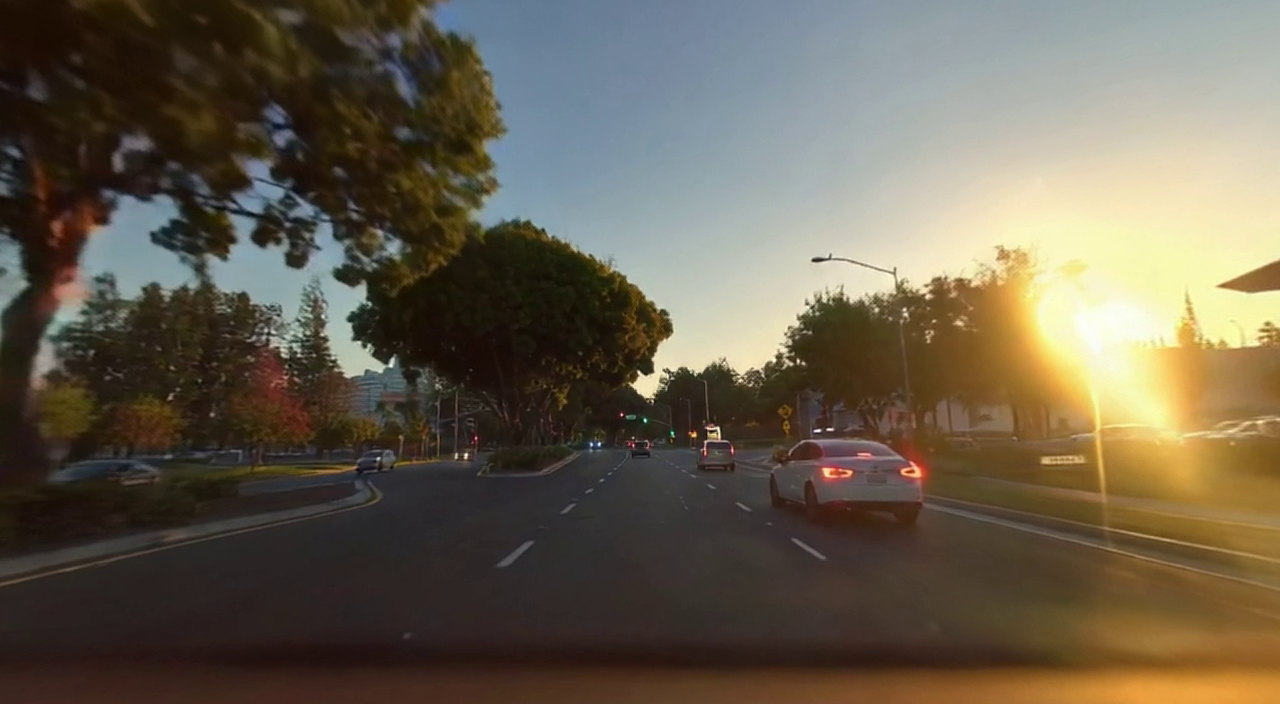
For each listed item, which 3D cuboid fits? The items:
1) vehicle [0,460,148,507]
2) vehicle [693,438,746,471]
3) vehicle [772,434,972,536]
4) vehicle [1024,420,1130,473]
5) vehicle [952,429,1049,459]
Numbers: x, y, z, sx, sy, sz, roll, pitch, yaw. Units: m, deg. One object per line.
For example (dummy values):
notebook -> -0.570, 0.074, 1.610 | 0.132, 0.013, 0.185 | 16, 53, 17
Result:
vehicle -> -21.641, 4.985, 24.353 | 1.832, 1.496, 4.458 | 0, -8, -3
vehicle -> 3.851, 5.071, 31.397 | 1.939, 1.474, 4.716 | 0, -8, -1
vehicle -> 3.799, 2.233, 11.267 | 1.872, 1.431, 4.270 | 0, -8, -1
vehicle -> 14.989, 3.215, 21.520 | 2.165, 1.591, 4.471 | -8, -12, 43
vehicle -> 24.751, 6.319, 43.425 | 5.353, 1.740, 1.868 | -4, -7, 3
